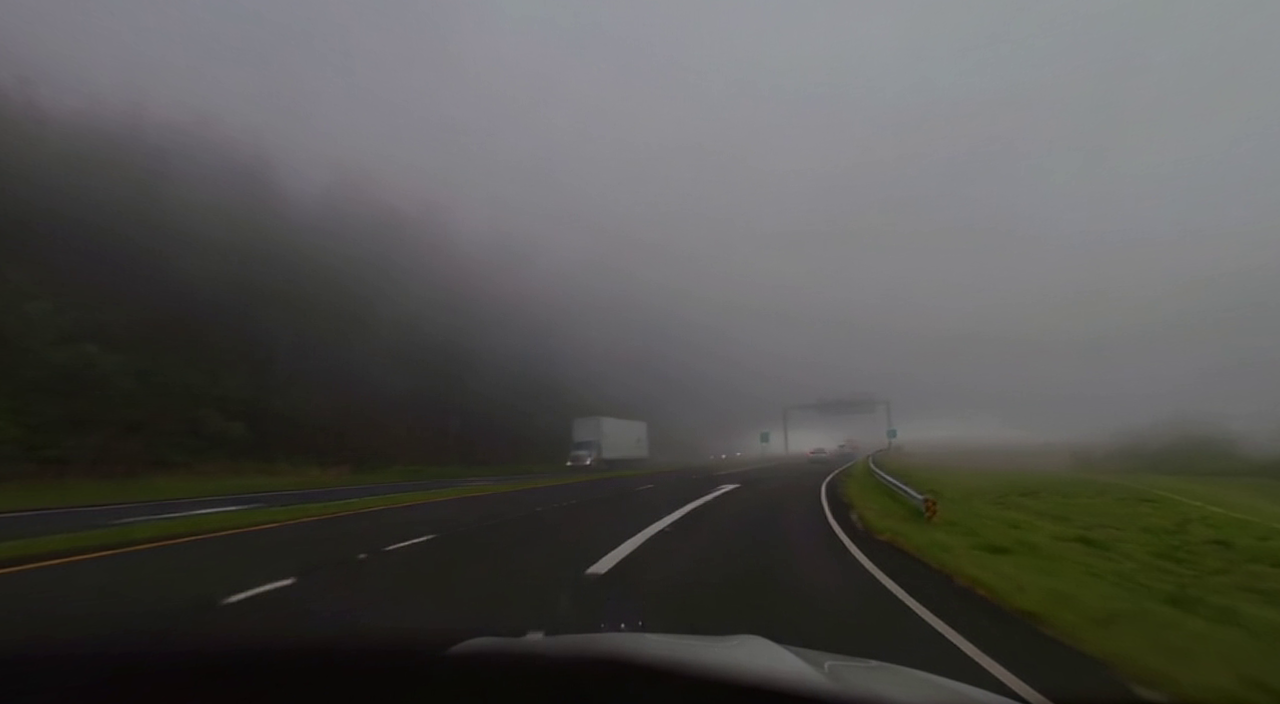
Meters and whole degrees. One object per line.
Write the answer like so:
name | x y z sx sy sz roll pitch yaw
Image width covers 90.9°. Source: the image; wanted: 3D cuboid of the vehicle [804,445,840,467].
vehicle | 12.416 7.052 42.873 1.807 1.427 3.645 -4 -10 23

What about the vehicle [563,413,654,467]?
vehicle | -2.084 6.544 46.355 2.965 3.507 9.019 -4 -10 23
